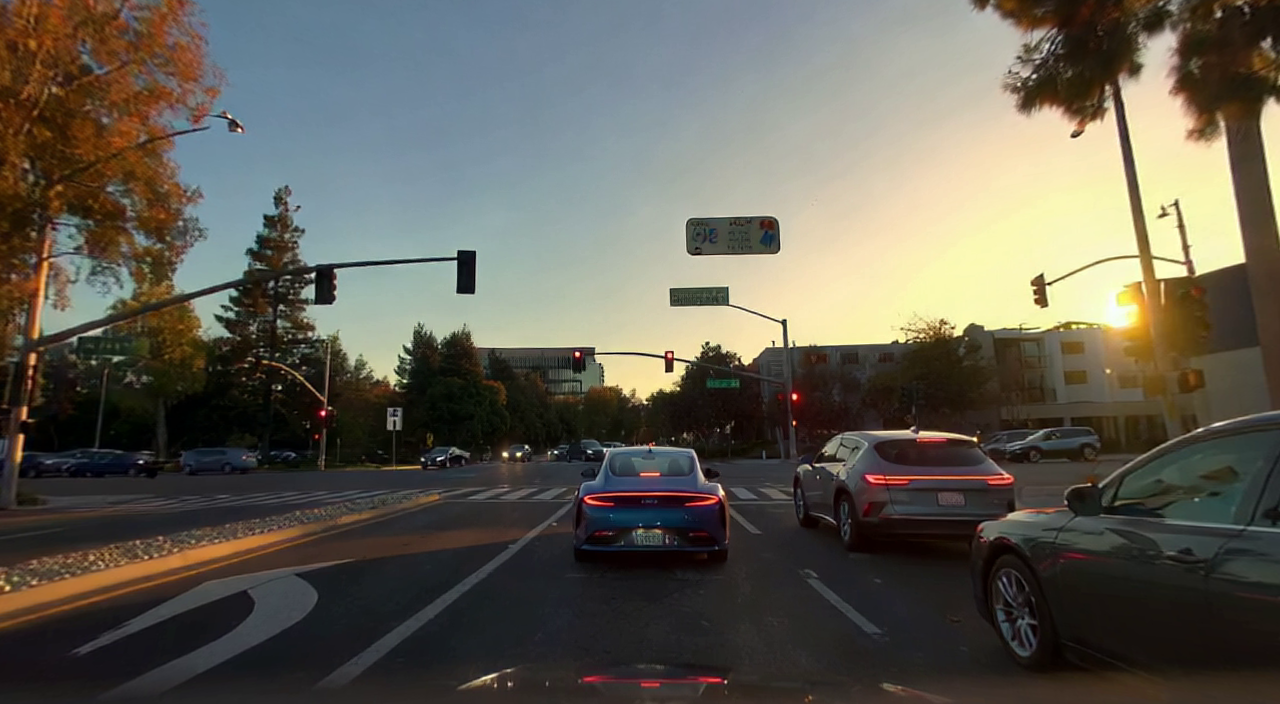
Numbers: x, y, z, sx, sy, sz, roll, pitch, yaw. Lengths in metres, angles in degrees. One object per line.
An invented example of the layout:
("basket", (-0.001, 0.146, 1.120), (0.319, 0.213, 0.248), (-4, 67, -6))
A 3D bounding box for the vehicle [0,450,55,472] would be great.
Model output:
("vehicle", (-46.149, 7.969, 46.173), (4.545, 1.558, 1.833), (0, -8, -3))

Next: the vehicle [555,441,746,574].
("vehicle", (0.123, 1.875, 8.396), (1.945, 1.343, 3.827), (0, -8, 1))

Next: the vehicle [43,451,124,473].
("vehicle", (-41.293, 8.159, 46.806), (4.195, 1.533, 1.752), (0, -8, -3))

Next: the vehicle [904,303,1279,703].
("vehicle", (3.111, 0.809, 2.528), (2.143, 1.759, 4.531), (0, -8, 0))

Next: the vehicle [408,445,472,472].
("vehicle", (-11.574, 6.160, 36.818), (2.053, 1.436, 4.494), (-1, -8, 3))

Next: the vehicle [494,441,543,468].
("vehicle", (-7.897, 6.672, 41.320), (2.091, 1.651, 4.870), (-1, -8, 2))
